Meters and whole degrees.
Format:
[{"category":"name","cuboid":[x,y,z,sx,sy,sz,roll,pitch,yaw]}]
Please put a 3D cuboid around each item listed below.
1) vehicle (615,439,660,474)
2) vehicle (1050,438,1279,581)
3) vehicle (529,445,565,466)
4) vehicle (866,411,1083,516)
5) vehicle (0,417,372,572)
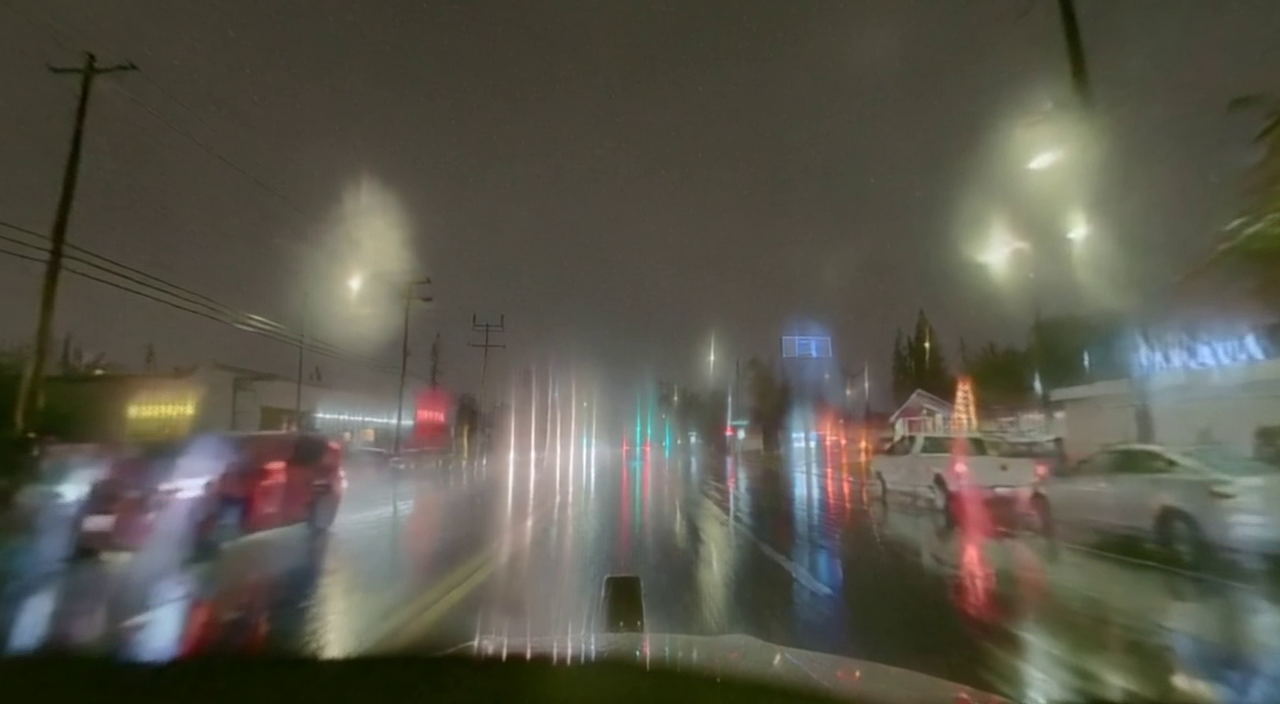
[{"category":"vehicle","cuboid":[-0.154,5.155,31.405,2.067,1.547,4.513,0,-8,-1]},{"category":"vehicle","cuboid":[7.634,1.824,7.793,1.854,1.485,4.736,0,-8,-2]},{"category":"vehicle","cuboid":[-6.729,7.505,46.028,1.930,1.450,4.234,0,-8,1]},{"category":"vehicle","cuboid":[7.651,2.628,15.360,2.257,2.072,5.376,0,-8,-1]},{"category":"vehicle","cuboid":[-6.179,1.959,9.537,2.254,1.732,4.571,0,-8,0]}]
